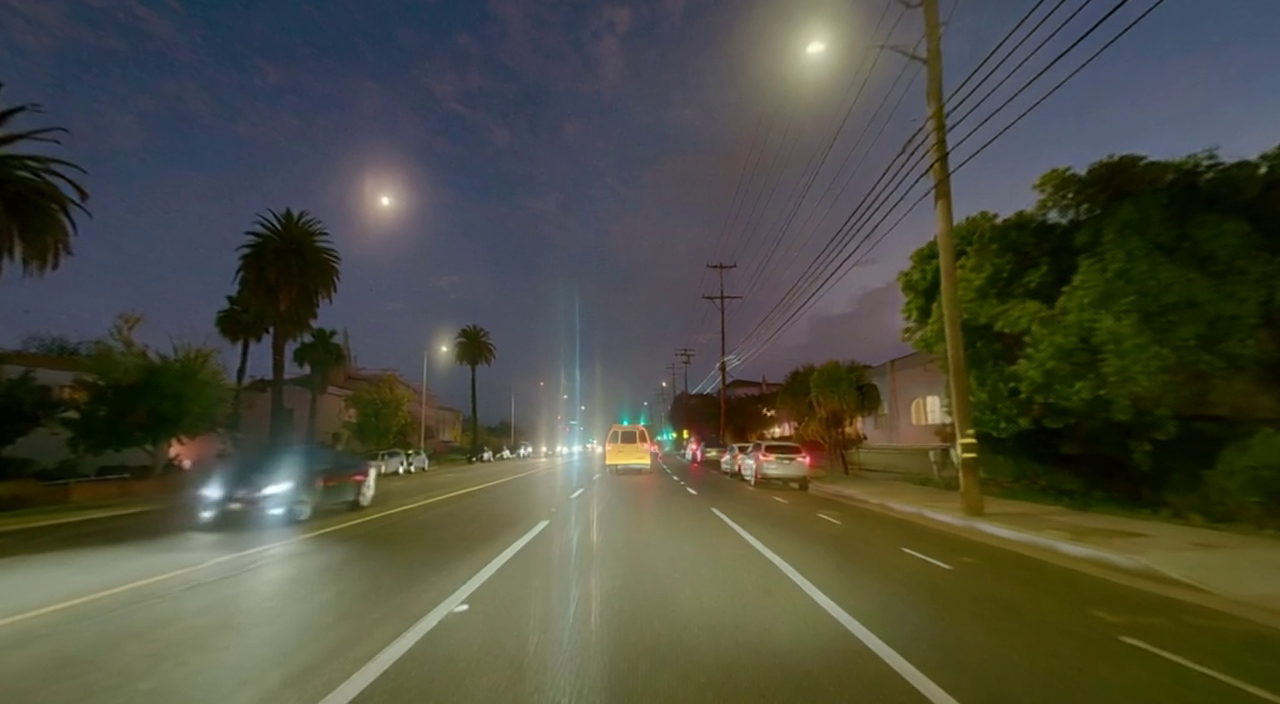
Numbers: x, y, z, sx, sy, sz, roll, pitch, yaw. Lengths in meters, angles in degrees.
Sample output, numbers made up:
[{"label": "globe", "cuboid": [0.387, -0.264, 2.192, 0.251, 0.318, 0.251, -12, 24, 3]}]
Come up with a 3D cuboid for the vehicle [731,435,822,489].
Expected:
[{"label": "vehicle", "cuboid": [4.289, 3.514, 20.493, 1.946, 1.530, 4.240, 0, -8, -1]}]

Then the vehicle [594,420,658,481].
[{"label": "vehicle", "cuboid": [-0.617, 3.669, 23.715, 2.168, 2.040, 4.527, 0, -8, -3]}]

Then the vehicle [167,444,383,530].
[{"label": "vehicle", "cuboid": [-7.143, 2.630, 13.012, 1.844, 1.453, 4.414, 0, -8, 0]}]
